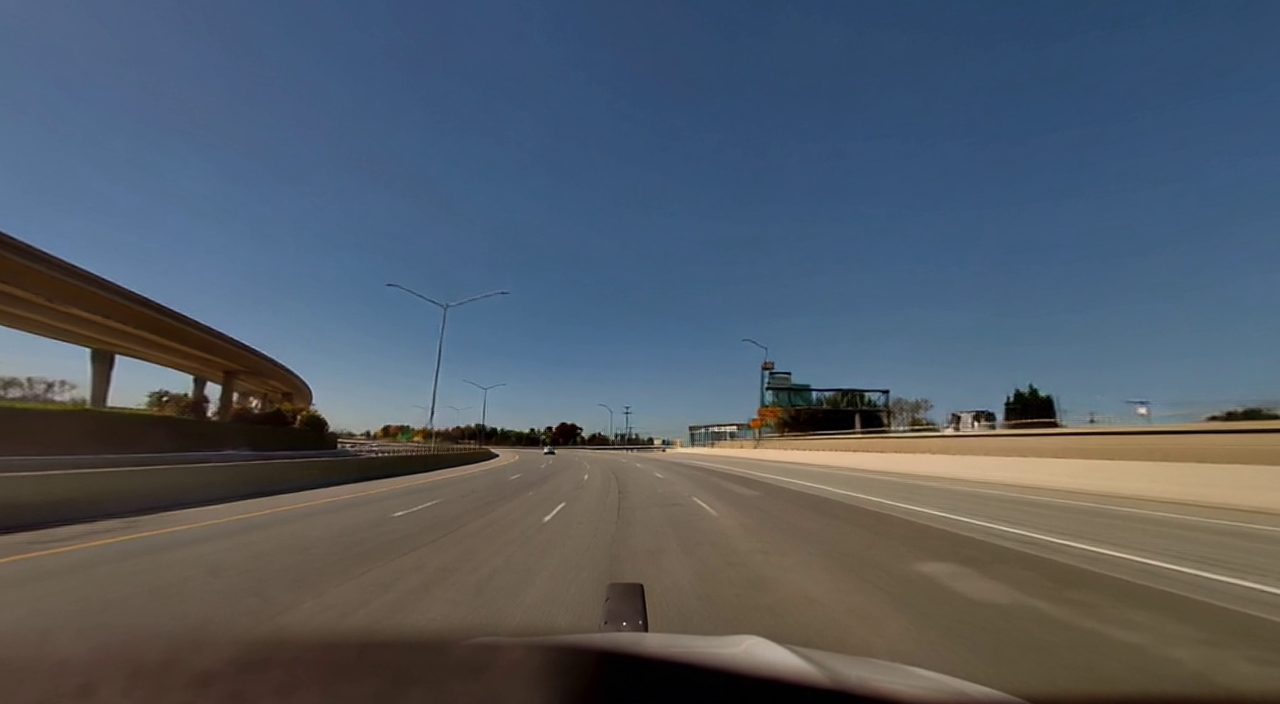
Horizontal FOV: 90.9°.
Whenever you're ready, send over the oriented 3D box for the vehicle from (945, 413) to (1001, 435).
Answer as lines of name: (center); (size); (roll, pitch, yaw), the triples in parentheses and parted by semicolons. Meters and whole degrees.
vehicle: (25.218, 5.488, 47.863); (1.944, 1.461, 3.689); (1, -9, -6)
